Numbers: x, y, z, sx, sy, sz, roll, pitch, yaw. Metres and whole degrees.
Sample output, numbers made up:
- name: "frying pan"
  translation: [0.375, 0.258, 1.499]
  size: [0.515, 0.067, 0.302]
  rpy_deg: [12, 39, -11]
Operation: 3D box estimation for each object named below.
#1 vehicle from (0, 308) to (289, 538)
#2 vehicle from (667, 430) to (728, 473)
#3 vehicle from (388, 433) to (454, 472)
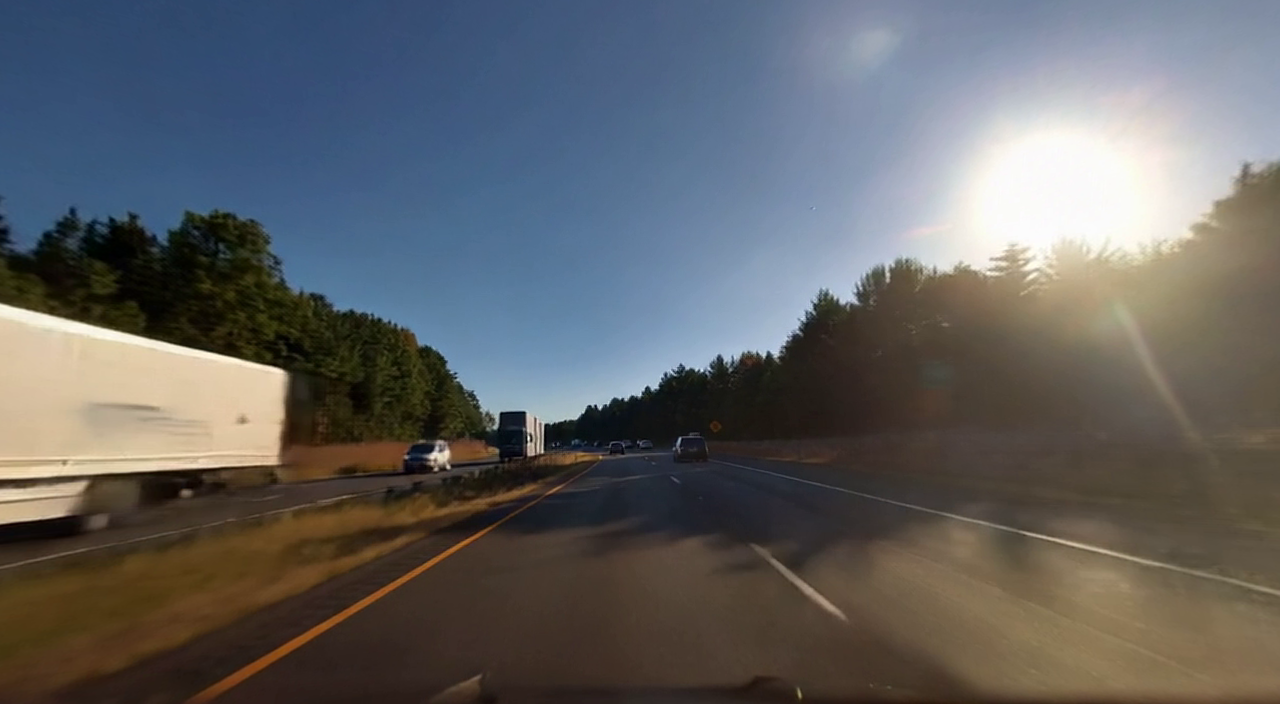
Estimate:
- name: "vehicle"
  translation: [-11.994, 1.651, 13.727]
  size: [2.762, 3.746, 10.715]
  rpy_deg: [0, -8, -2]
- name: "vehicle"
  translation: [2.399, 4.271, 27.252]
  size: [2.043, 1.673, 4.016]
  rpy_deg: [0, -8, -3]
- name: "vehicle"
  translation: [-12.354, 5.687, 35.951]
  size: [2.140, 2.010, 5.163]
  rpy_deg: [0, -8, -3]
